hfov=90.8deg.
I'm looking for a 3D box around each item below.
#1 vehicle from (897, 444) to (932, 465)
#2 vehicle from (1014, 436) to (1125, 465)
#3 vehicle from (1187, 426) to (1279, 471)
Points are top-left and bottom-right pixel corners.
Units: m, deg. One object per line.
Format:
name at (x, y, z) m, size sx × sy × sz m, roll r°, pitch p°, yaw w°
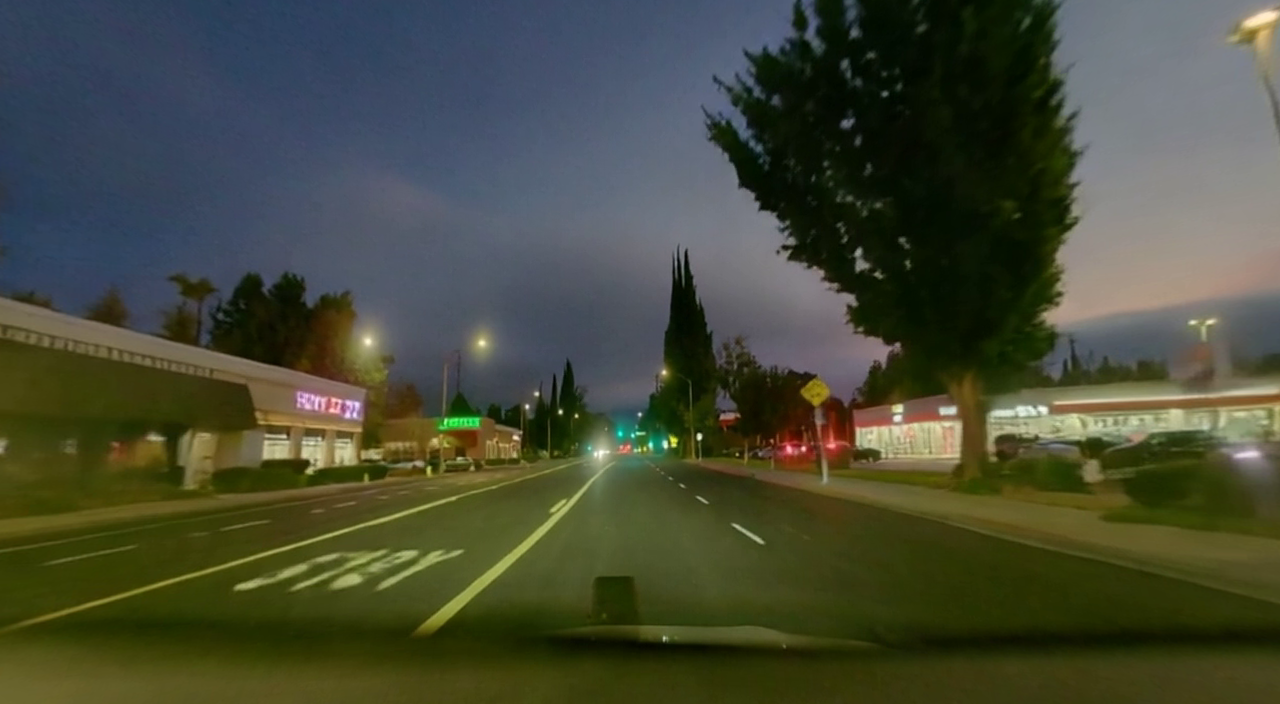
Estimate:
vehicle at (20.352, 7.551, 46.668) m, size 1.901 × 1.461 × 4.482 m, roll -5°, pitch -10°, yaw 28°
vehicle at (23.236, 5.329, 34.294) m, size 4.579 × 1.482 × 1.911 m, roll 0°, pitch -8°, yaw 0°
vehicle at (23.395, 3.553, 23.344) m, size 4.435 × 1.548 × 2.082 m, roll 0°, pitch -9°, yaw -3°
